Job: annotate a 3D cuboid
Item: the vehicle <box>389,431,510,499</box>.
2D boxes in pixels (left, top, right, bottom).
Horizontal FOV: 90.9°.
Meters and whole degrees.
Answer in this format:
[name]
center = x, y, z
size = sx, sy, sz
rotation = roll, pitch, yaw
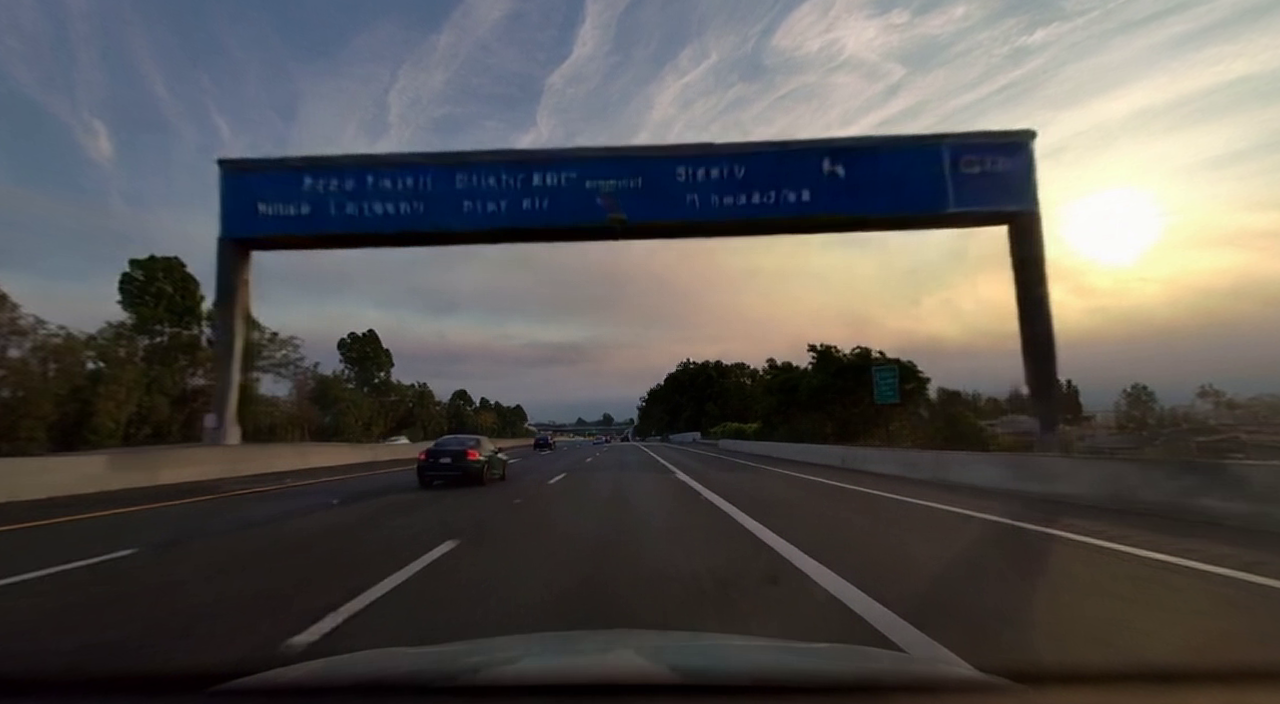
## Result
[vehicle]
center = -4.619, 2.756, 15.857
size = 1.912, 1.495, 3.703
rotation = 0, -8, -1
